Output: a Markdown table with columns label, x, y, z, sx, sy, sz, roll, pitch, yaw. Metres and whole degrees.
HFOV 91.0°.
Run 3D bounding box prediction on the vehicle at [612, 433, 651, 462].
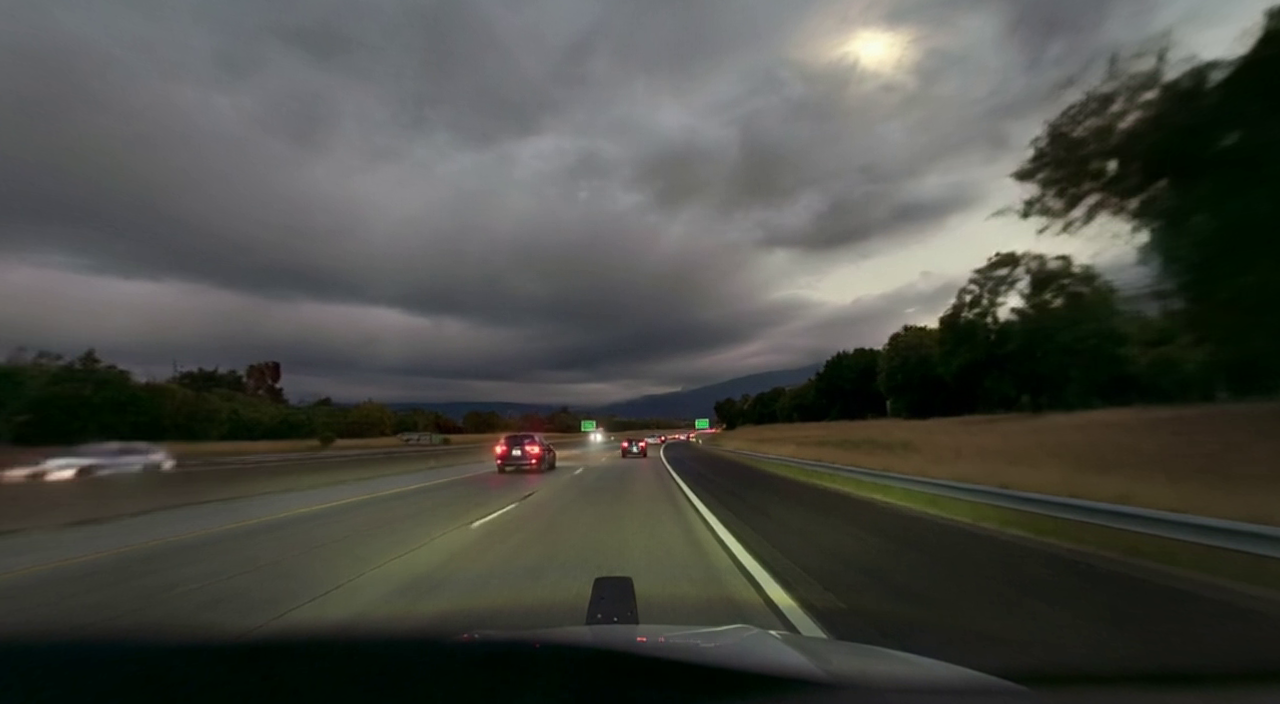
| label | x | y | z | sx | sy | sz | roll | pitch | yaw |
| --- | --- | --- | --- | --- | --- | --- | --- | --- | --- |
| vehicle | -0.498 | 5.661 | 37.437 | 2.146 | 1.636 | 4.026 | 0 | -8 | -1 |

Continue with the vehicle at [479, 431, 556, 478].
| label | x | y | z | sx | sy | sz | roll | pitch | yaw |
| --- | --- | --- | --- | --- | --- | --- | --- | --- | --- |
| vehicle | -4.674 | 3.979 | 24.772 | 2.075 | 1.653 | 4.317 | -1 | -8 | 1 |
